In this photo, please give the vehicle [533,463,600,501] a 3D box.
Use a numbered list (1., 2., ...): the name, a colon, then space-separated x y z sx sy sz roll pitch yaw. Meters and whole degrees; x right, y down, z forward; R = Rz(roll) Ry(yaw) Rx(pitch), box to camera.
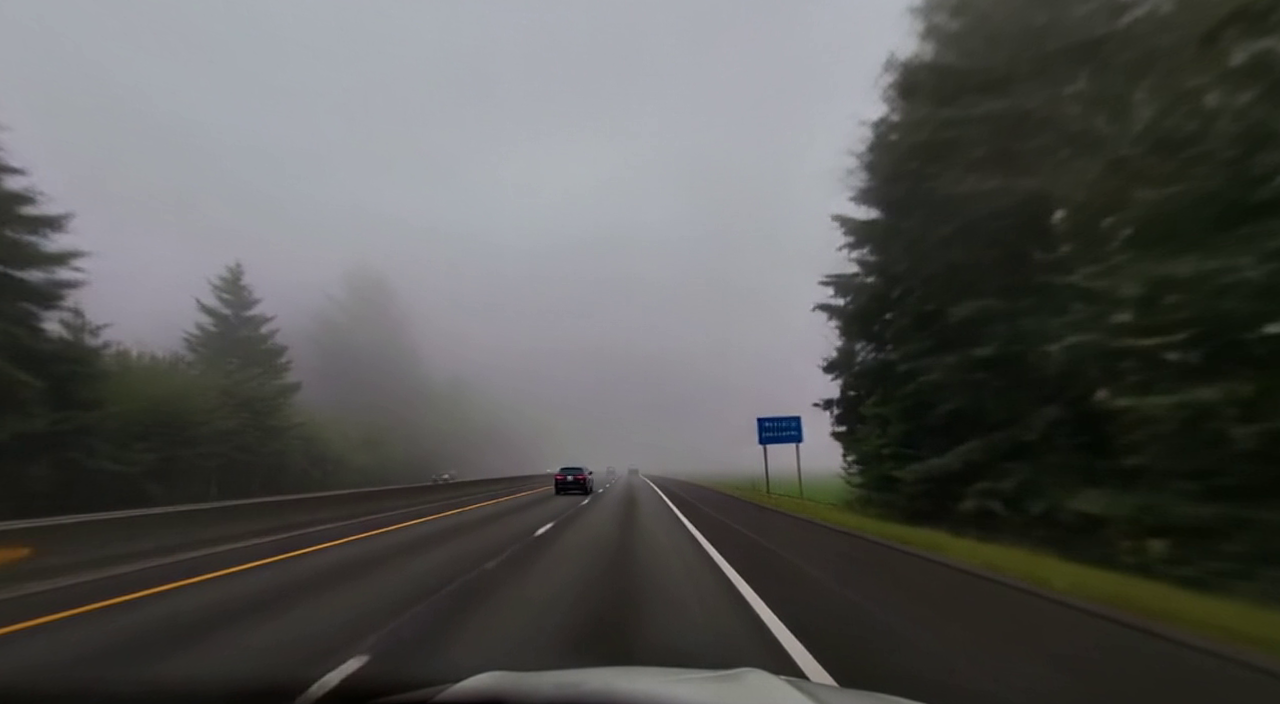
1. vehicle: -2.975 5.418 26.513 2.183 1.435 4.653 0 -10 1
